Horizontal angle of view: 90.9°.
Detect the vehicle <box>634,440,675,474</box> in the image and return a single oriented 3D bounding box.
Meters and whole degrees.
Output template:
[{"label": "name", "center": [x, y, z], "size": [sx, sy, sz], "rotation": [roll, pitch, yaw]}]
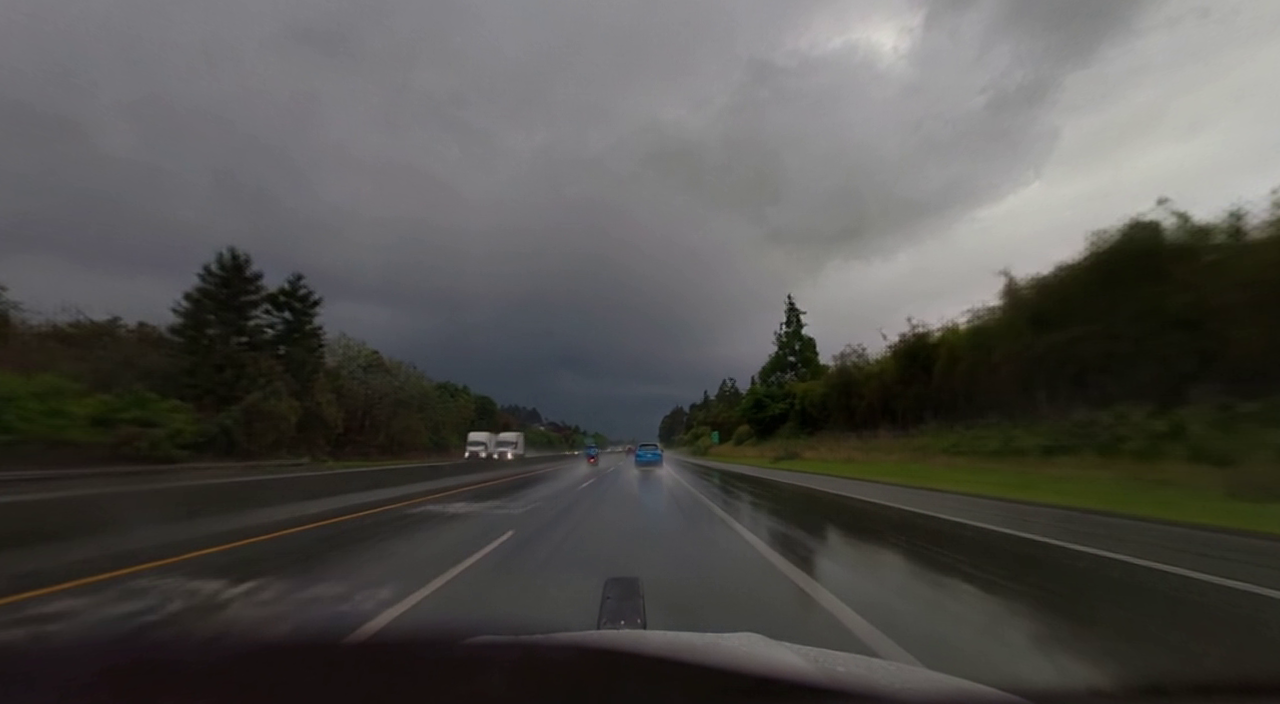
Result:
[{"label": "vehicle", "center": [0.802, 6.083, 36.572], "size": [2.247, 1.825, 4.036], "rotation": [-1, -9, 1]}]
